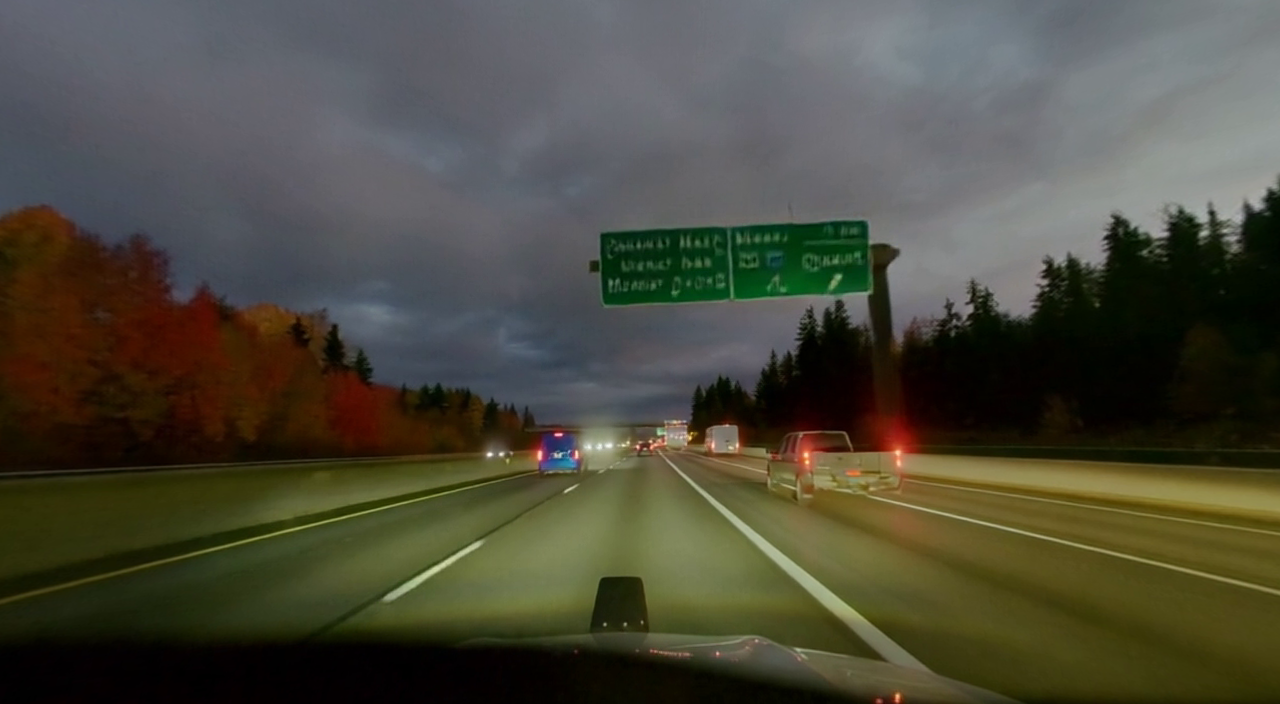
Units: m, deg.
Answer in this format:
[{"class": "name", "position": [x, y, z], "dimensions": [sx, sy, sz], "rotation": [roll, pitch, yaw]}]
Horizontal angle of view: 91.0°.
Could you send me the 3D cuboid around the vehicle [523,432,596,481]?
[{"class": "vehicle", "position": [-3.009, 4.017, 24.422], "dimensions": [2.177, 1.707, 4.432], "rotation": [0, -8, 1]}]
